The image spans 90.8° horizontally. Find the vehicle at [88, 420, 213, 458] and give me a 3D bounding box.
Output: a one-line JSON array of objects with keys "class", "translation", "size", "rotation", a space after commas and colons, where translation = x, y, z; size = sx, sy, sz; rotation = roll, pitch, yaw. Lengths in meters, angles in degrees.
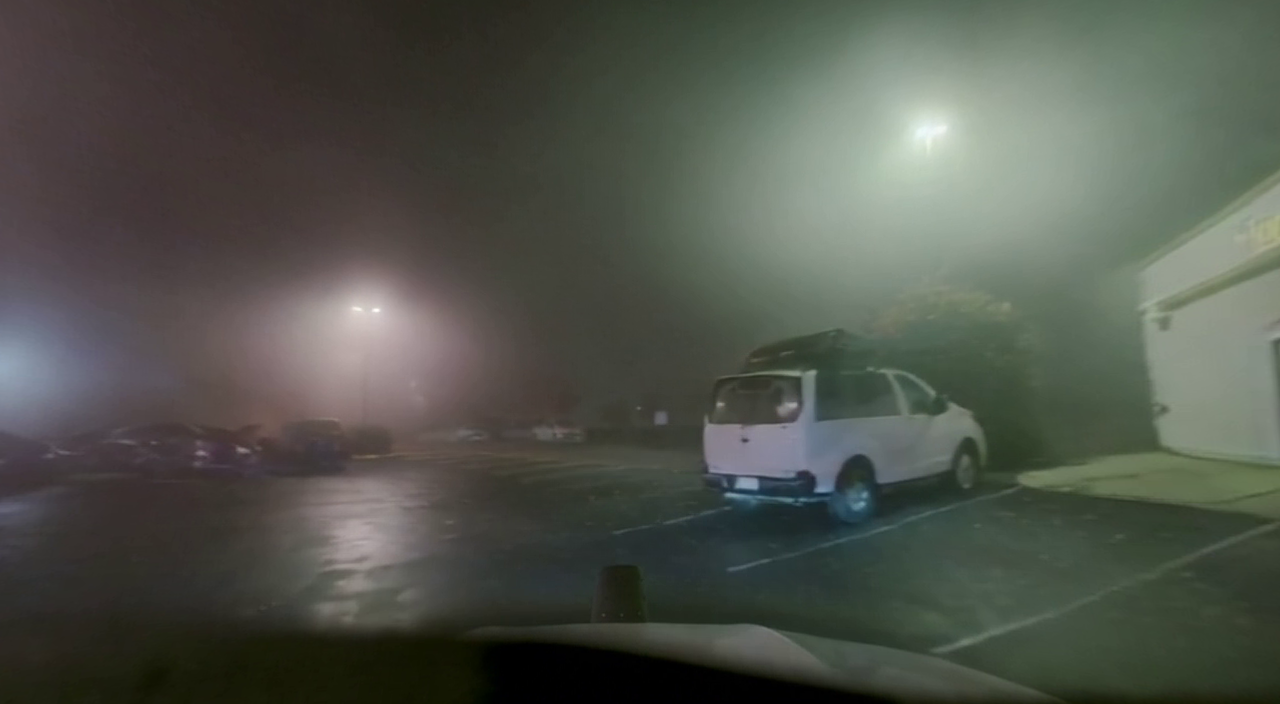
[{"class": "vehicle", "translation": [-24.419, 4.292, 31.631], "size": [4.666, 1.634, 1.816], "rotation": [5, -7, -43]}]

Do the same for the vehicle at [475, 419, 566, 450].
[{"class": "vehicle", "translation": [-5.843, 4.110, 31.265], "size": [4.106, 1.449, 1.760], "rotation": [7, -12, -43]}]

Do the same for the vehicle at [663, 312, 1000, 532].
[{"class": "vehicle", "translation": [2.971, 1.063, 9.082], "size": [5.237, 2.257, 2.200], "rotation": [7, -11, -43]}]

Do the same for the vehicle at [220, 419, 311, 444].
[{"class": "vehicle", "translation": [-23.960, 5.148, 40.564], "size": [1.839, 1.484, 4.601], "rotation": [-8, -11, 40]}]

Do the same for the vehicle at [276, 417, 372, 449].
[{"class": "vehicle", "translation": [-18.519, 4.722, 37.197], "size": [1.981, 1.687, 4.660], "rotation": [-7, -8, 44]}]

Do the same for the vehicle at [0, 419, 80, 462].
[{"class": "vehicle", "translation": [-28.240, 3.996, 28.060], "size": [4.939, 1.664, 2.055], "rotation": [3, -13, -43]}]
